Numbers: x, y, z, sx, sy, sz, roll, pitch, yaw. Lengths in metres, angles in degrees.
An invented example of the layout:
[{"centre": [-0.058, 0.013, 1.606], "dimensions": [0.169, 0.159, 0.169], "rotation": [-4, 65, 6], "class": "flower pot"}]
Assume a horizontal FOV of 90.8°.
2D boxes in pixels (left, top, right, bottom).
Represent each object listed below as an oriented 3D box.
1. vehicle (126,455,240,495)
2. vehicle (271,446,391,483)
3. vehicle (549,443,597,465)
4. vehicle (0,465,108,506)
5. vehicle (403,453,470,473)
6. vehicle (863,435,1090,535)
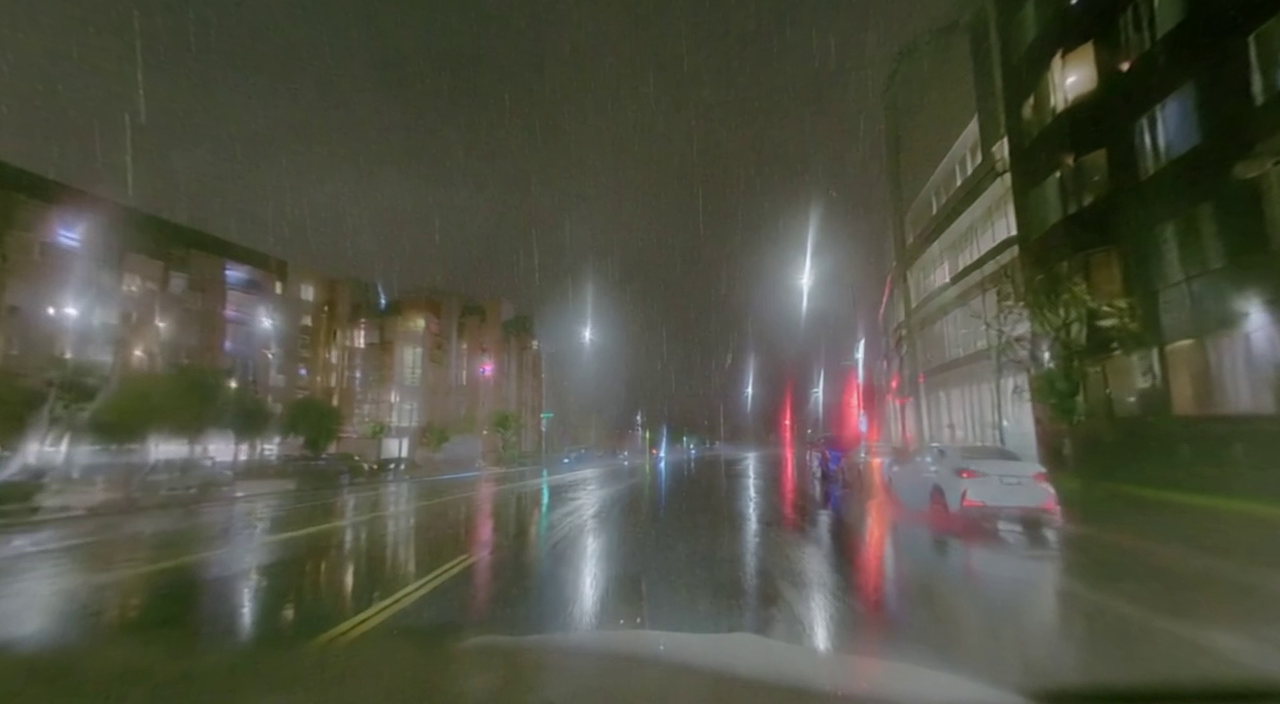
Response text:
[{"centre": [-23.158, 6.187, 32.058], "dimensions": [4.462, 1.832, 2.103], "rotation": [-2, -8, 11], "class": "vehicle"}, {"centre": [-18.235, 6.636, 37.417], "dimensions": [6.006, 1.964, 2.474], "rotation": [-1, -10, 12], "class": "vehicle"}, {"centre": [-4.998, 7.638, 47.598], "dimensions": [1.882, 1.508, 4.476], "rotation": [-3, -9, 19], "class": "vehicle"}, {"centre": [-24.495, 5.406, 25.840], "dimensions": [4.250, 1.490, 1.951], "rotation": [-3, -8, 15], "class": "vehicle"}, {"centre": [-14.729, 8.031, 45.819], "dimensions": [4.178, 1.407, 2.012], "rotation": [-2, -9, 14], "class": "vehicle"}, {"centre": [6.025, 2.392, 12.194], "dimensions": [2.077, 1.502, 4.902], "rotation": [-1, -8, 6], "class": "vehicle"}]
